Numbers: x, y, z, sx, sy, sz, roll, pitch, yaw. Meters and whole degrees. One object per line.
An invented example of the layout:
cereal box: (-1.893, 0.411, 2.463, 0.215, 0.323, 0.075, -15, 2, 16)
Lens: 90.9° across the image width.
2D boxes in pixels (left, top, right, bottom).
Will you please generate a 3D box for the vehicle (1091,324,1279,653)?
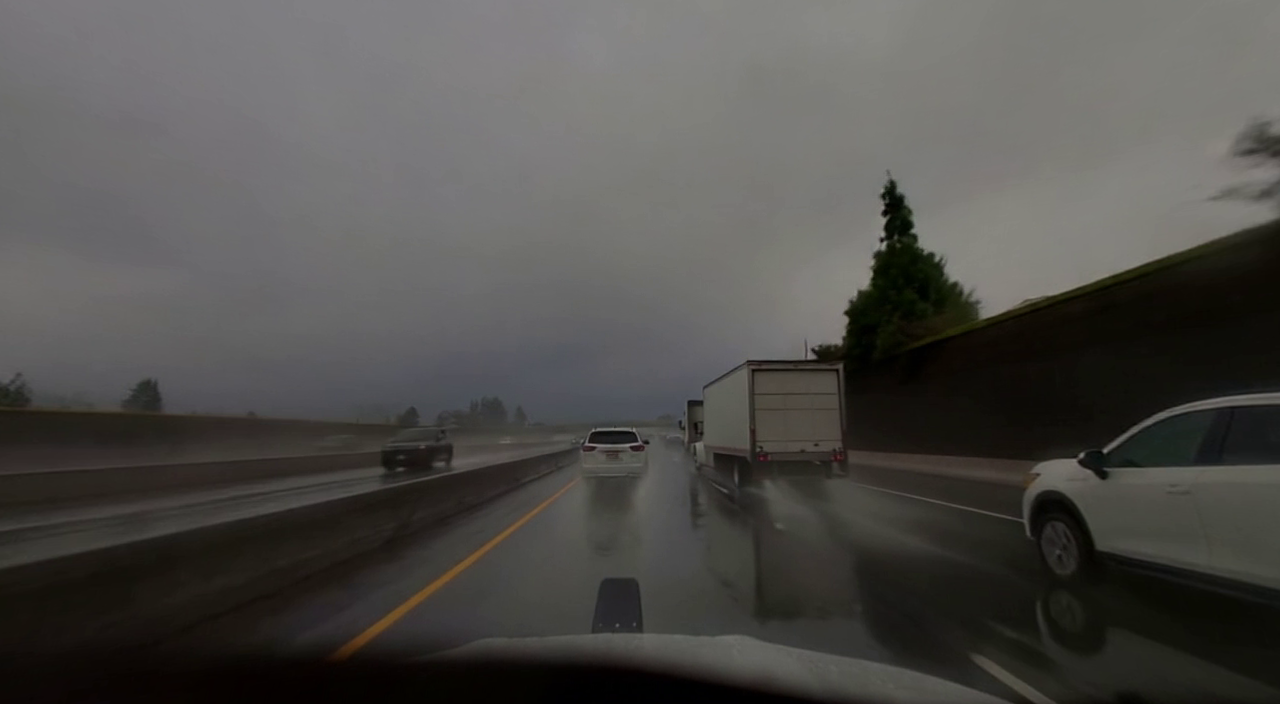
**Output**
vehicle: (4.748, 0.728, 3.162, 2.011, 1.905, 3.905, 0, -8, 0)

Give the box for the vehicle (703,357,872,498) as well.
vehicle: (3.593, 2.174, 17.868, 2.723, 3.027, 8.478, 0, -8, 0)

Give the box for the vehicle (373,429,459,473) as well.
vehicle: (-9.381, 4.150, 26.793, 2.012, 1.703, 4.298, 0, -8, 1)

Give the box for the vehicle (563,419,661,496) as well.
vehicle: (-0.610, 2.512, 15.478, 2.082, 1.638, 4.055, 0, -7, 0)
